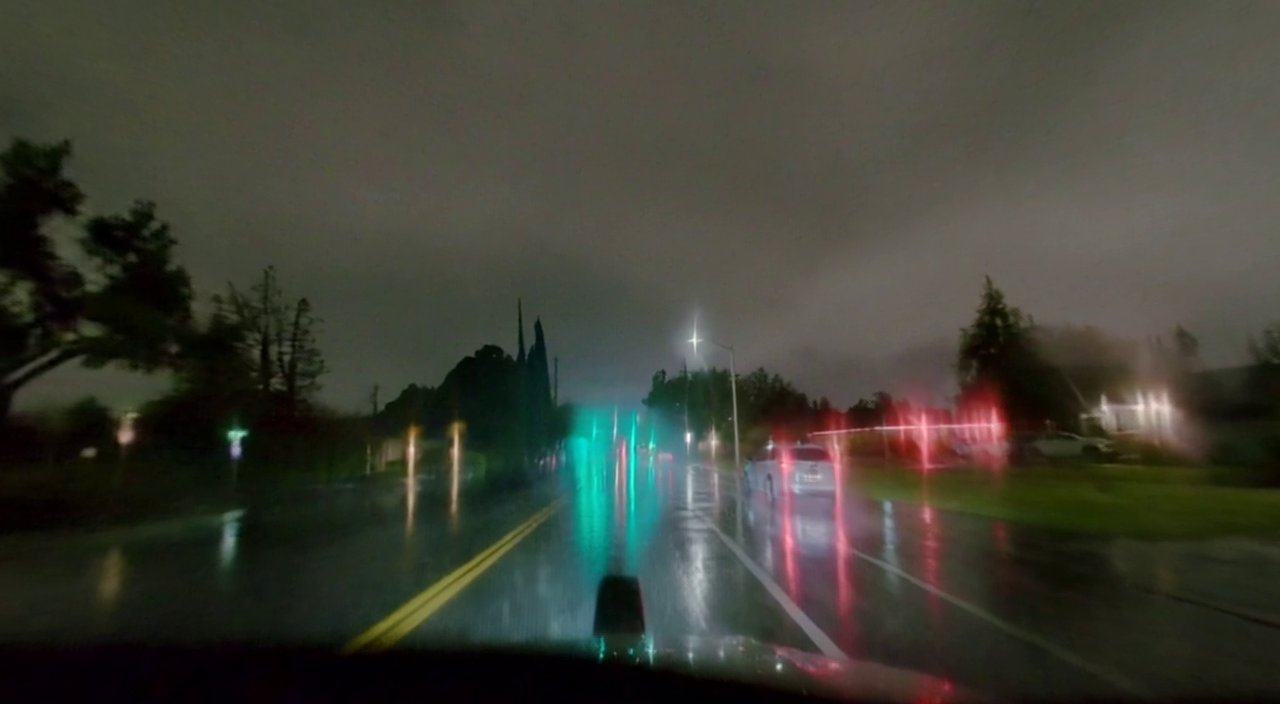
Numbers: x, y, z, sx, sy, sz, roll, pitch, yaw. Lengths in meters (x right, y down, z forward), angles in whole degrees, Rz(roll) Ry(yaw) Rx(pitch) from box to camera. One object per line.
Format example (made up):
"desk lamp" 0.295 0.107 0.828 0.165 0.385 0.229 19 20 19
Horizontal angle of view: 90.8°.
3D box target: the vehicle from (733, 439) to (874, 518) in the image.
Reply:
"vehicle" 3.957 3.117 16.188 2.124 1.524 4.698 6 -9 -2

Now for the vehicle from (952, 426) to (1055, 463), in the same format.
"vehicle" 22.012 5.625 38.389 4.894 1.828 2.202 -3 -10 -8

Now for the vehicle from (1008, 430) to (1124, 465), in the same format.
"vehicle" 21.241 4.778 31.563 4.536 1.654 1.931 1 -9 -7
